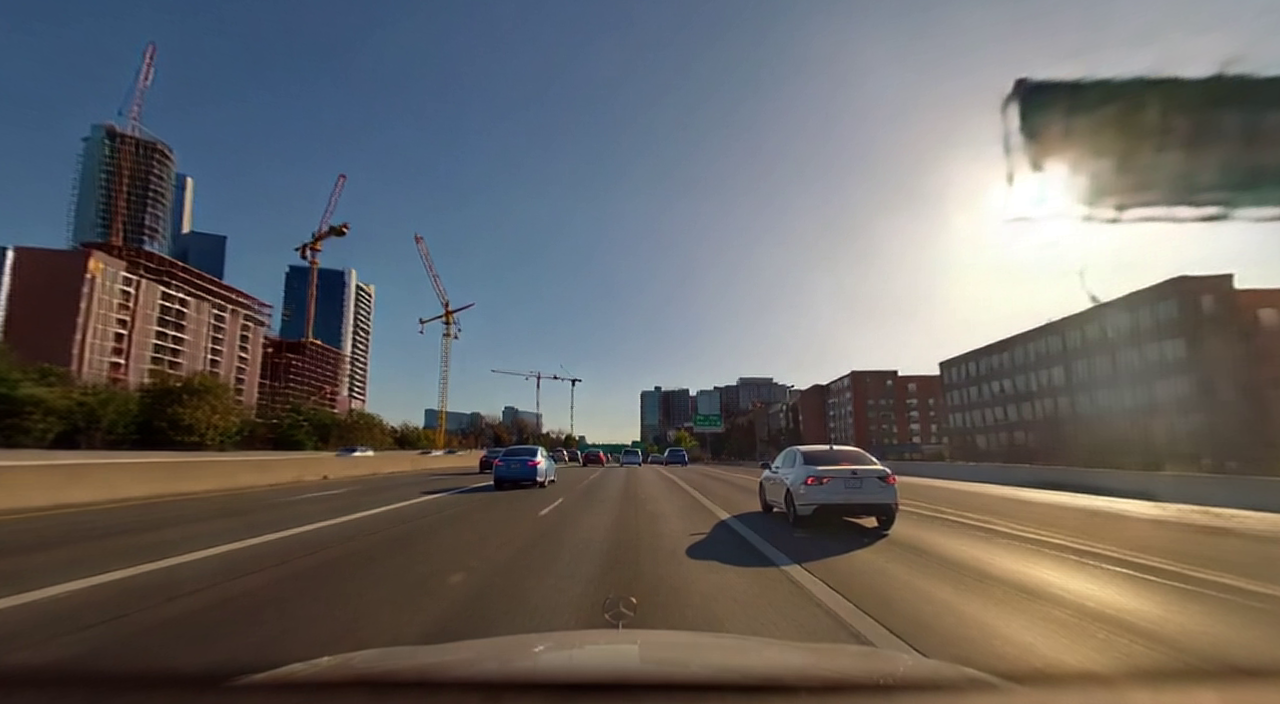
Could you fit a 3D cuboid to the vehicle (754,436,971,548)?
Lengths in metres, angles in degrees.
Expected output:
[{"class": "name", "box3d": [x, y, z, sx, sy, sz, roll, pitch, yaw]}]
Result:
[{"class": "vehicle", "box3d": [3.408, 2.221, 10.792, 1.995, 1.486, 4.463, 0, -8, -1]}]

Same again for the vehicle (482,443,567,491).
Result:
[{"class": "vehicle", "box3d": [-3.955, 4.019, 22.491, 2.136, 1.512, 4.488, 0, -8, 1]}]

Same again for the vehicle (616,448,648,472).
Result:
[{"class": "vehicle", "box3d": [-0.531, 7.258, 42.686, 2.019, 1.472, 3.971, 0, -8, -1]}]
